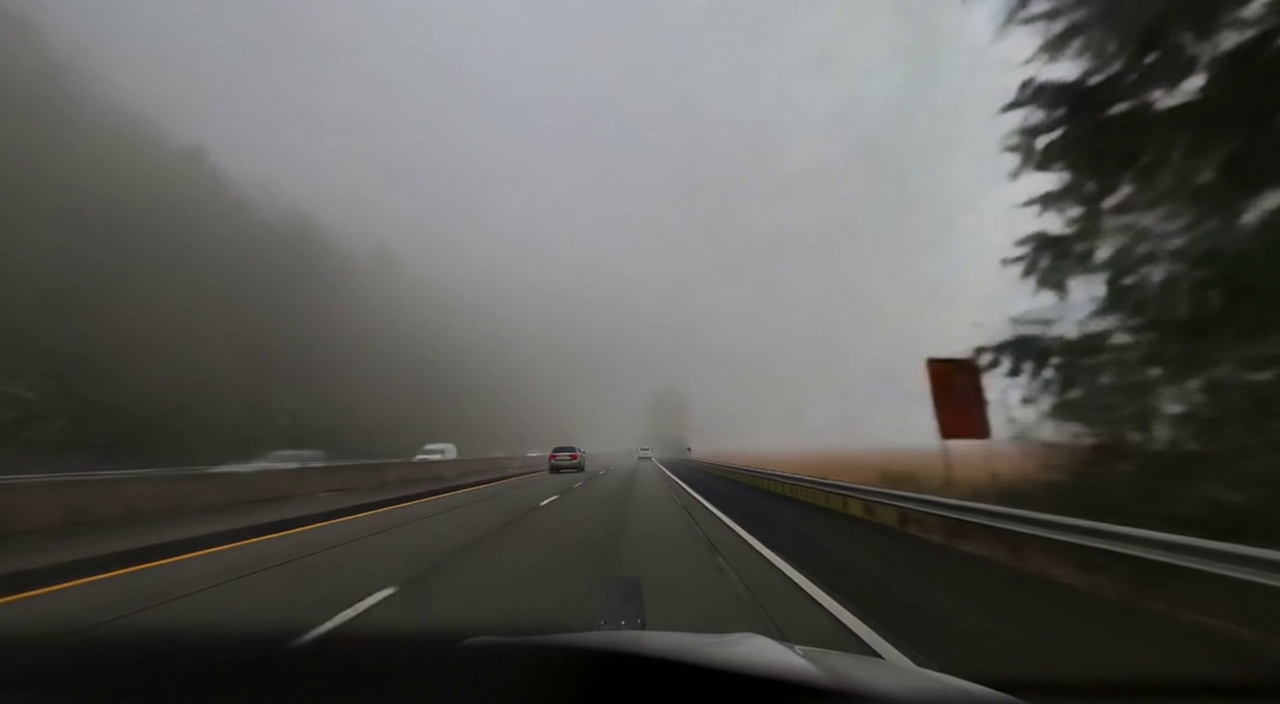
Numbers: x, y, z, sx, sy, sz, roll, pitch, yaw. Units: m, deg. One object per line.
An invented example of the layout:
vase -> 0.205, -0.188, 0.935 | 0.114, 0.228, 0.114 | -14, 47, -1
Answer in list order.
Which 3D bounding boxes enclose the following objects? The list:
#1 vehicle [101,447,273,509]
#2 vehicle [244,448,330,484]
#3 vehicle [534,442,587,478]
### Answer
vehicle -> -12.672, 3.515, 18.036 | 1.857, 1.533, 4.082 | 0, -9, 0
vehicle -> -16.891, 5.463, 30.389 | 1.825, 1.578, 4.022 | 0, -9, 0
vehicle -> -4.005, 5.539, 32.518 | 2.095, 1.664, 4.305 | 0, -9, 1
